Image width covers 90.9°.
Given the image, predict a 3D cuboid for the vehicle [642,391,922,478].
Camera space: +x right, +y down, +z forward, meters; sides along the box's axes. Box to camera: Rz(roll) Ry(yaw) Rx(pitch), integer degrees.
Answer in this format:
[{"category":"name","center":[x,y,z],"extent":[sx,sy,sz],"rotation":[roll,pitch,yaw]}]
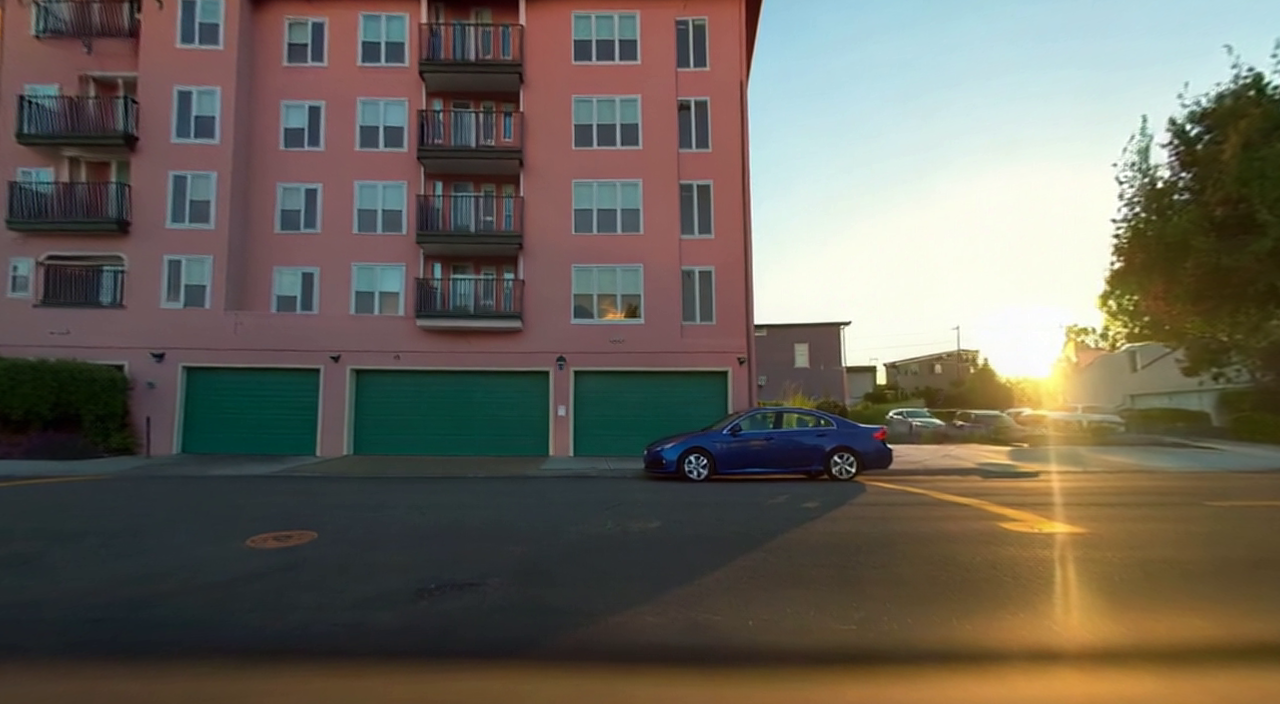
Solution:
[{"category":"vehicle","center":[2.400,1.529,11.631],"extent":[4.697,1.444,1.825],"rotation":[0,-8,0]}]

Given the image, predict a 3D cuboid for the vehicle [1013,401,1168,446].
[{"category":"vehicle","center":[15.813,2.565,22.325],"extent":[3.905,1.475,2.057],"rotation":[0,-8,-1]}]
